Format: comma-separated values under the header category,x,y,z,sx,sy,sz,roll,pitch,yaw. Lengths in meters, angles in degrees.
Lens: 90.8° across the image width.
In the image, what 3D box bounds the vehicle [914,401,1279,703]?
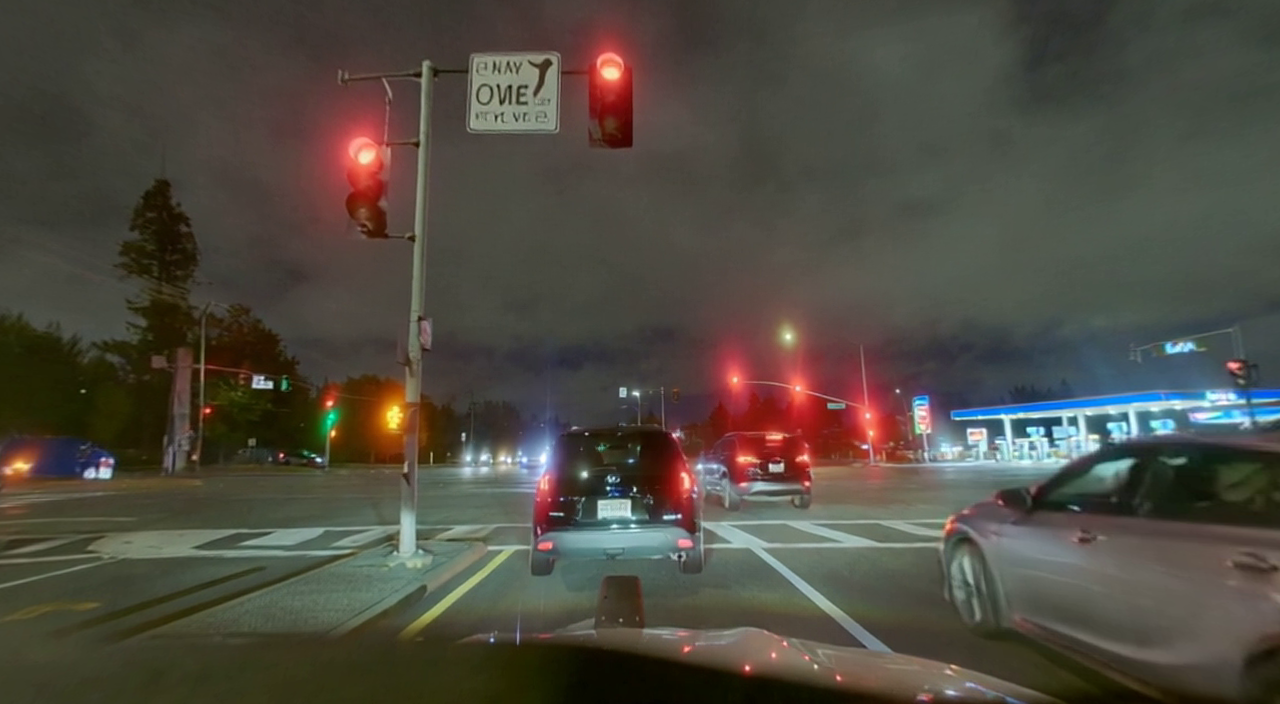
category,x,y,z,sx,sy,sz,roll,pitch,yaw
vehicle,3.156,0.981,2.653,1.965,1.460,4.581,0,-9,0

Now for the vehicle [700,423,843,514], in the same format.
category,x,y,z,sx,sy,sz,roll,pitch,yaw
vehicle,2.816,2.629,14.753,2.060,1.783,4.411,1,-9,-5

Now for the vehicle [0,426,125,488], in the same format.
category,x,y,z,sx,sy,sz,roll,pitch,yaw
vehicle,-28.935,4.971,30.089,6.772,2.769,2.305,-1,-9,3

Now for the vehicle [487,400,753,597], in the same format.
category,x,y,z,sx,sy,sz,roll,pitch,yaw
vehicle,-0.223,1.646,7.991,2.351,1.733,4.616,0,-9,-1
